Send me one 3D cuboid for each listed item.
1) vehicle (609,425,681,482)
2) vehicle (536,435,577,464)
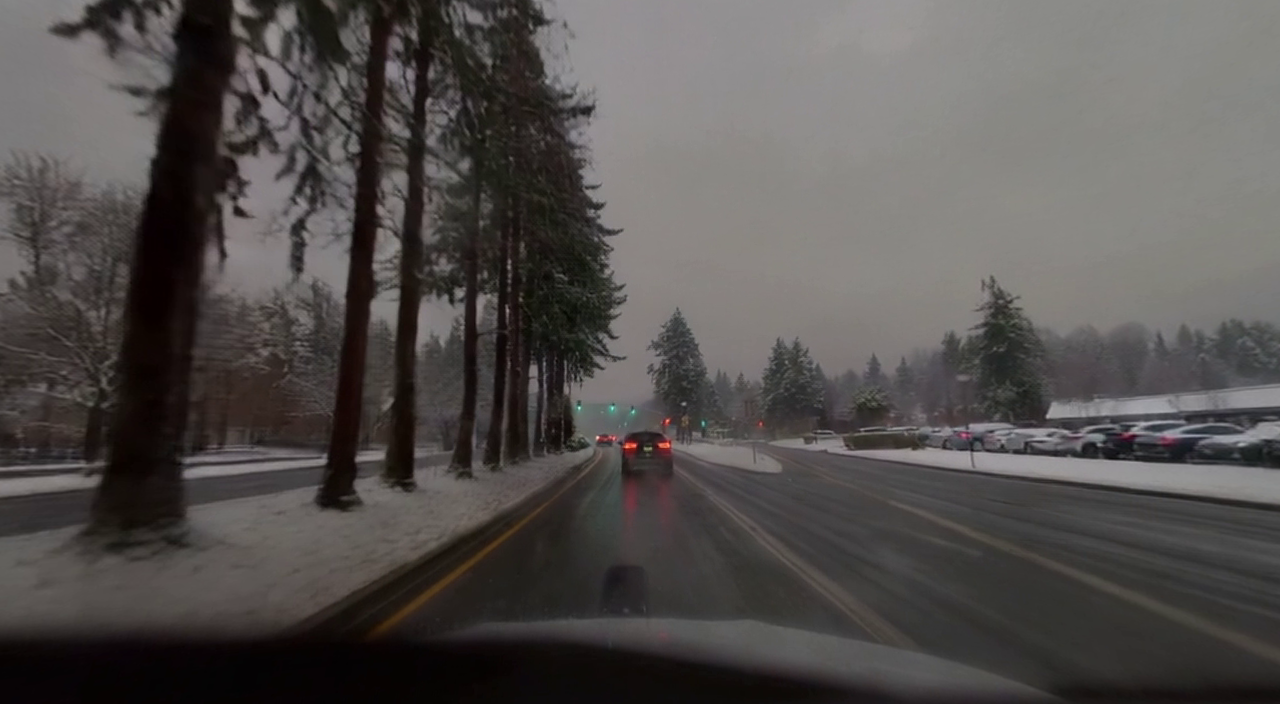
[{"bbox_3d":[0.089,3.302,20.694,2.135,1.691,3.884,0,-8,-1],"label":"vehicle"},{"bbox_3d":[-4.775,5.617,36.438,1.950,1.563,3.727,0,-8,-1],"label":"vehicle"}]
